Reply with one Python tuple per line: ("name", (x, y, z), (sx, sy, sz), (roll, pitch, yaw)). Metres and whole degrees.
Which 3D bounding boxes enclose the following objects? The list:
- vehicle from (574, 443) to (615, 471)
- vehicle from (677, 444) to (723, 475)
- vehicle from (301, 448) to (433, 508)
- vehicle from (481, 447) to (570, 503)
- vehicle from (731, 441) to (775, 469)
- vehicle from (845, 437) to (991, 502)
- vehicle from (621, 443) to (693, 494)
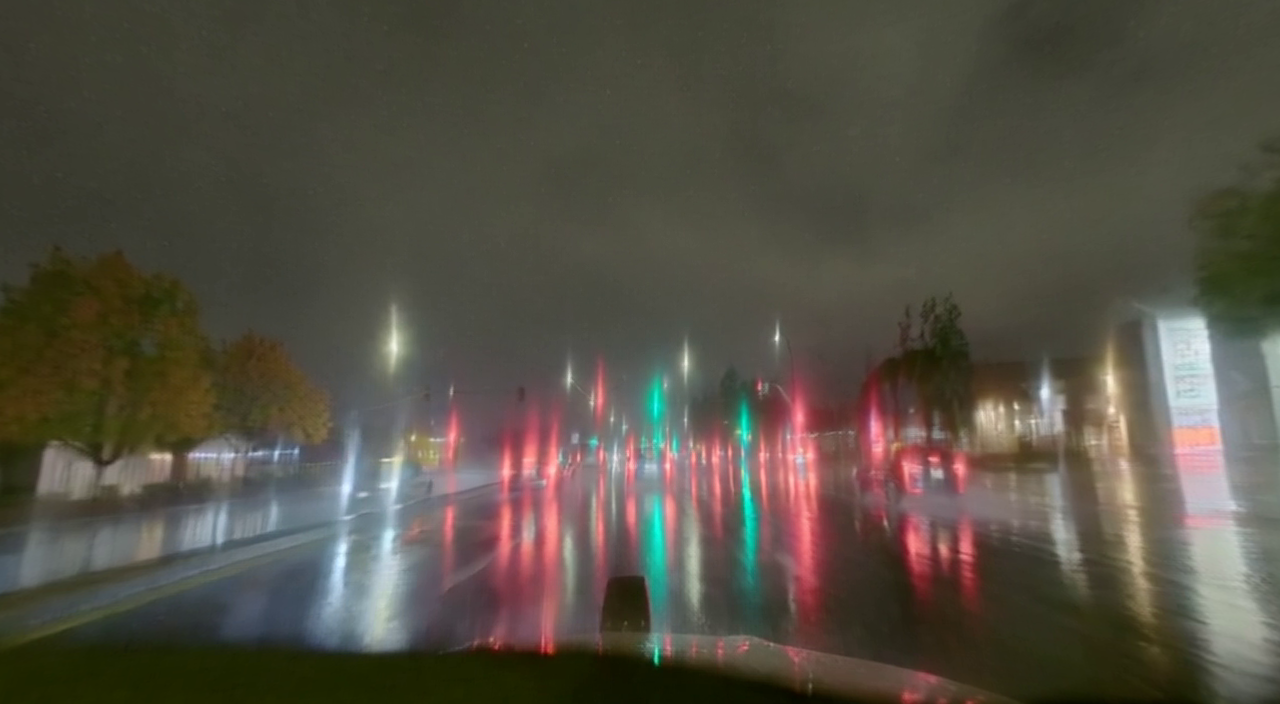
("vehicle", (-2.864, 6.673, 40.228), (2.219, 1.699, 4.090), (-1, -9, 1))
("vehicle", (3.116, 5.664, 33.473), (1.988, 1.528, 4.144), (0, -9, -1))
("vehicle", (-8.477, 3.909, 20.091), (2.212, 1.652, 4.376), (-1, -9, 1))
("vehicle", (-3.319, 3.638, 19.215), (1.938, 1.472, 4.399), (-1, -9, -1))
("vehicle", (7.393, 6.789, 41.744), (2.044, 1.701, 4.397), (0, -9, -1))
("vehicle", (7.310, 3.114, 17.174), (1.892, 1.515, 4.400), (0, -9, -1))
("vehicle", (0.487, 3.712, 20.455), (2.096, 1.473, 3.893), (-1, -9, 0))
